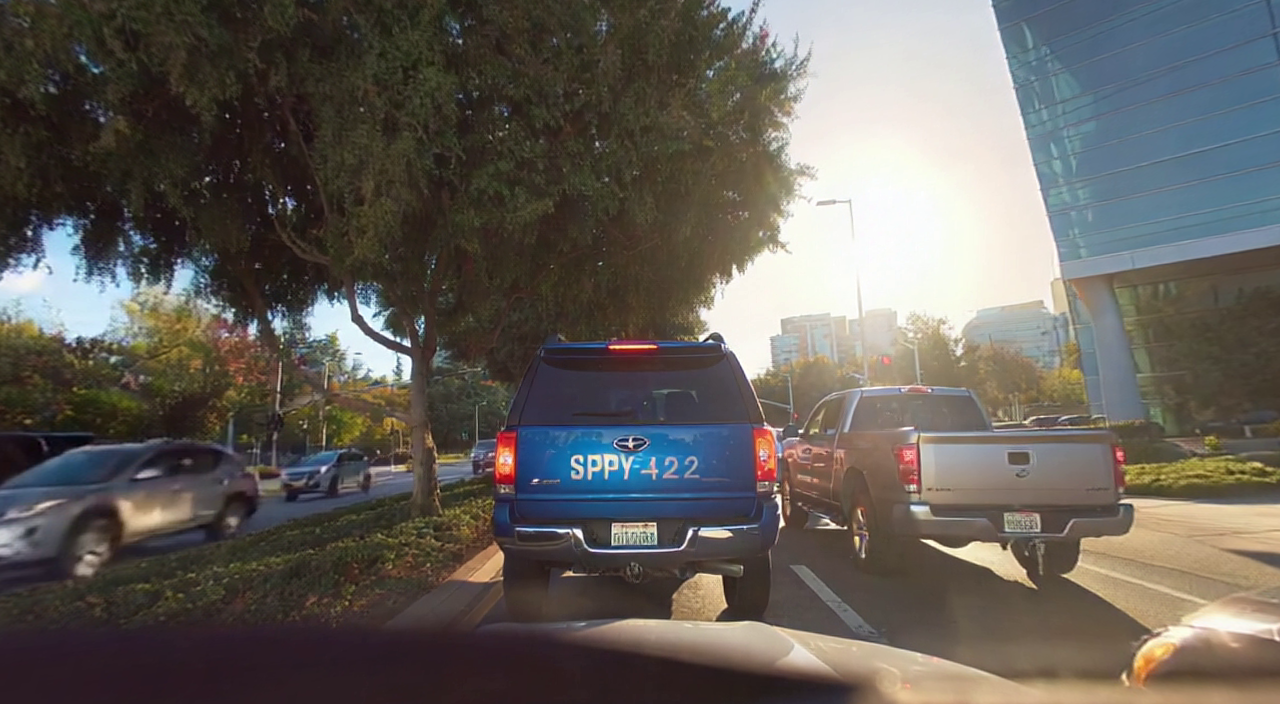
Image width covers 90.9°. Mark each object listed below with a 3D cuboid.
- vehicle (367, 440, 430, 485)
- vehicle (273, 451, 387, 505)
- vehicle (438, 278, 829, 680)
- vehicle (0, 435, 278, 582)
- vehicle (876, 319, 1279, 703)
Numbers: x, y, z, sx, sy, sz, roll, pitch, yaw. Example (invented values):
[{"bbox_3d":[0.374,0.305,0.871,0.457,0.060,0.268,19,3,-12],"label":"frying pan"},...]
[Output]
[{"bbox_3d":[-15.560,7.111,40.916,1.924,2.730,5.024,0,-8,2],"label":"vehicle"},{"bbox_3d":[-12.133,4.917,25.123,1.965,1.897,4.821,0,-8,1],"label":"vehicle"},{"bbox_3d":[0.015,1.034,5.982,2.267,2.372,4.366,0,-8,2],"label":"vehicle"},{"bbox_3d":[-9.124,2.572,11.403,2.126,2.027,5.018,0,-8,0],"label":"vehicle"},{"bbox_3d":[3.085,0.984,3.470,2.022,1.700,4.410,0,-8,3],"label":"vehicle"}]
